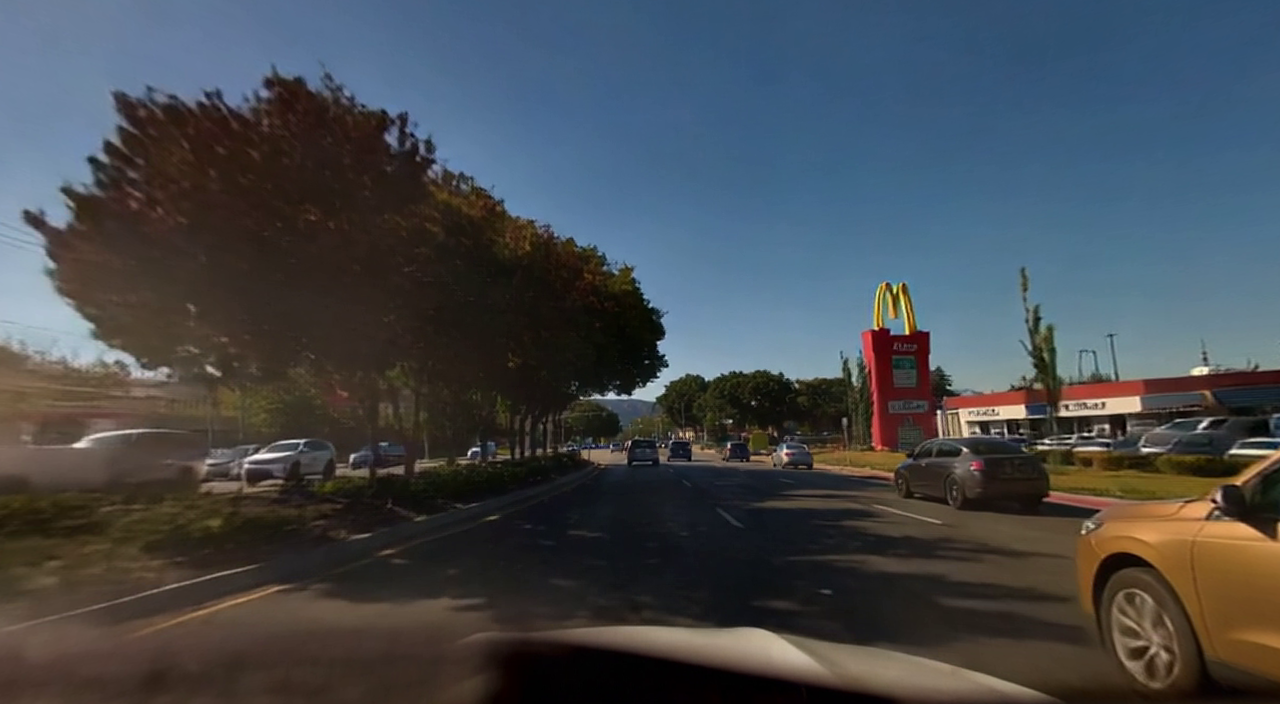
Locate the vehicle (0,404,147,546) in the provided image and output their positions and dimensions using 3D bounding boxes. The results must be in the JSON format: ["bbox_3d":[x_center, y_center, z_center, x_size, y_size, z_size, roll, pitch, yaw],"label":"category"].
[{"bbox_3d":[-10.412,1.582,7.878,2.909,1.956,6.908,0,-8,1],"label":"vehicle"}]

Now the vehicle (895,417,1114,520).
[{"bbox_3d":[7.251,2.356,13.252,1.977,1.786,4.344,0,-9,0],"label":"vehicle"}]

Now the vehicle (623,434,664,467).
[{"bbox_3d":[0.179,6.139,39.396,2.402,1.938,4.535,0,-8,0],"label":"vehicle"}]

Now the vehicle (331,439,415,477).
[{"bbox_3d":[-14.012,5.564,33.550,2.159,1.836,5.038,0,-9,1],"label":"vehicle"}]

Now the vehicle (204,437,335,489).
[{"bbox_3d":[-14.359,4.307,24.912,2.242,1.836,4.811,0,-8,-1],"label":"vehicle"}]

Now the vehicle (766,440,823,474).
[{"bbox_3d":[7.423,5.070,30.787,1.879,1.517,4.006,0,-9,2],"label":"vehicle"}]

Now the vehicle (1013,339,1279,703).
[{"bbox_3d":[3.499,0.732,1.885,2.076,1.716,4.416,0,-9,1],"label":"vehicle"}]
